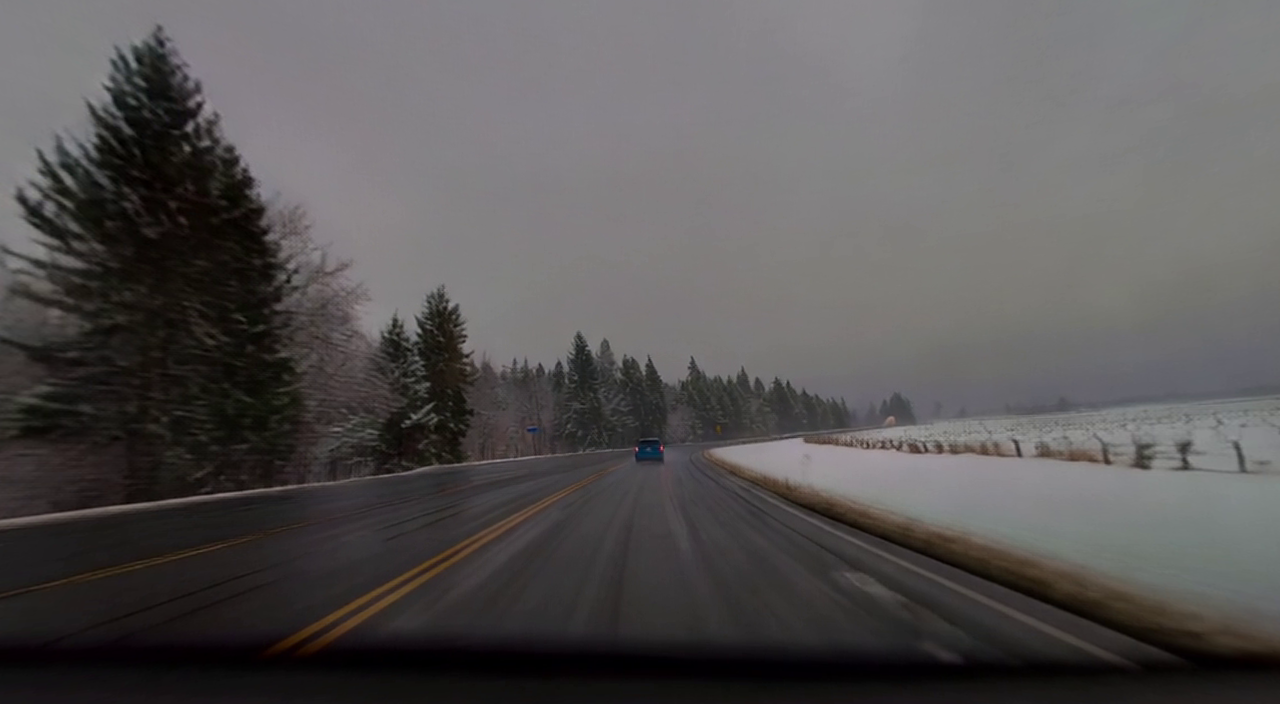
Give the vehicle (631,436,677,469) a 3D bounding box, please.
[{"bbox_3d":[0.844,5.520,34.888,2.294,1.708,4.110,-1,-9,5],"label":"vehicle"}]
